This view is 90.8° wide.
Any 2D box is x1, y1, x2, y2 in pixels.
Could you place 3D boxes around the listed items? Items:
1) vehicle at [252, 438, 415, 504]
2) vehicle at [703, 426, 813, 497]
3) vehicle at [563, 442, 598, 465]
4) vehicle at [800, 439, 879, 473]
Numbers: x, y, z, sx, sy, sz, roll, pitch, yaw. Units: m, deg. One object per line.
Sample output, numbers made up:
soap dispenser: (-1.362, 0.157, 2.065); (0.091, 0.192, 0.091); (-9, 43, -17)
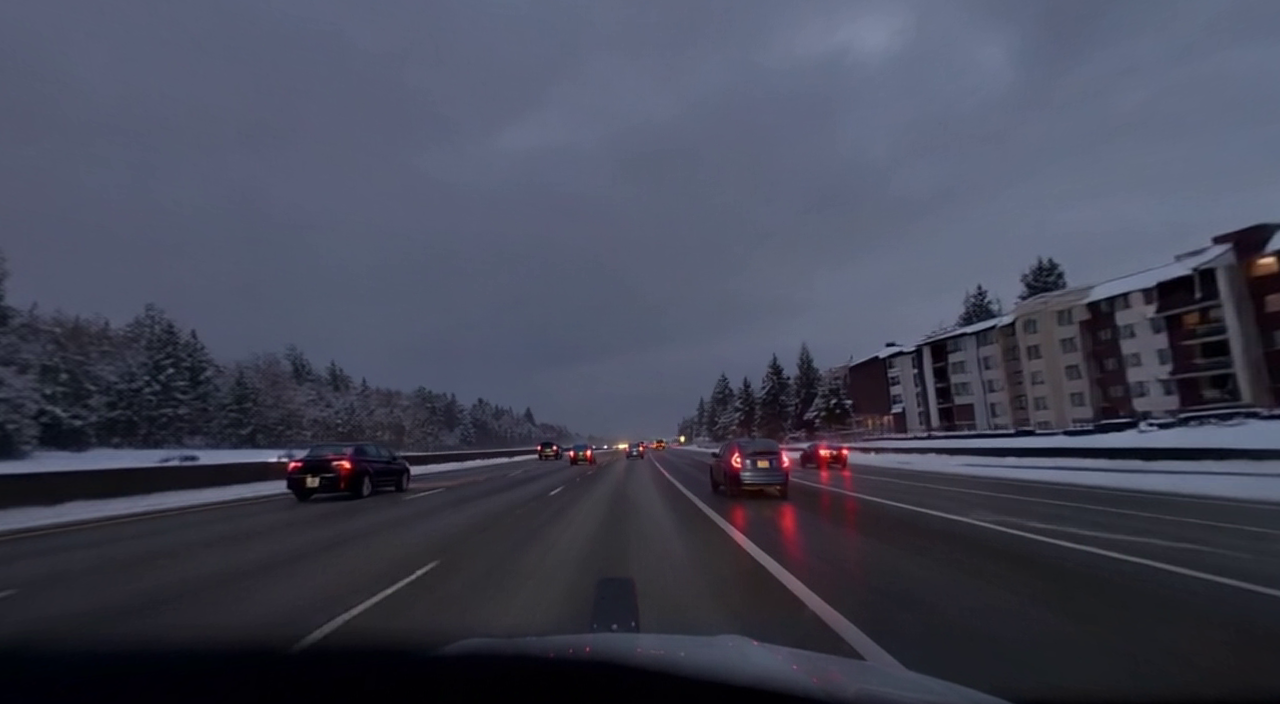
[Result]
vehicle: (-7.824, 3.055, 16.734); (2.021, 1.496, 4.495); (0, -9, 0)
vehicle: (3.079, 2.980, 17.478); (2.080, 1.694, 4.286); (0, -9, -2)
vehicle: (-4.035, 6.969, 43.624); (2.002, 1.466, 4.378); (0, -9, 0)
vehicle: (9.145, 4.813, 29.372); (2.061, 1.459, 4.273); (0, -9, -3)
